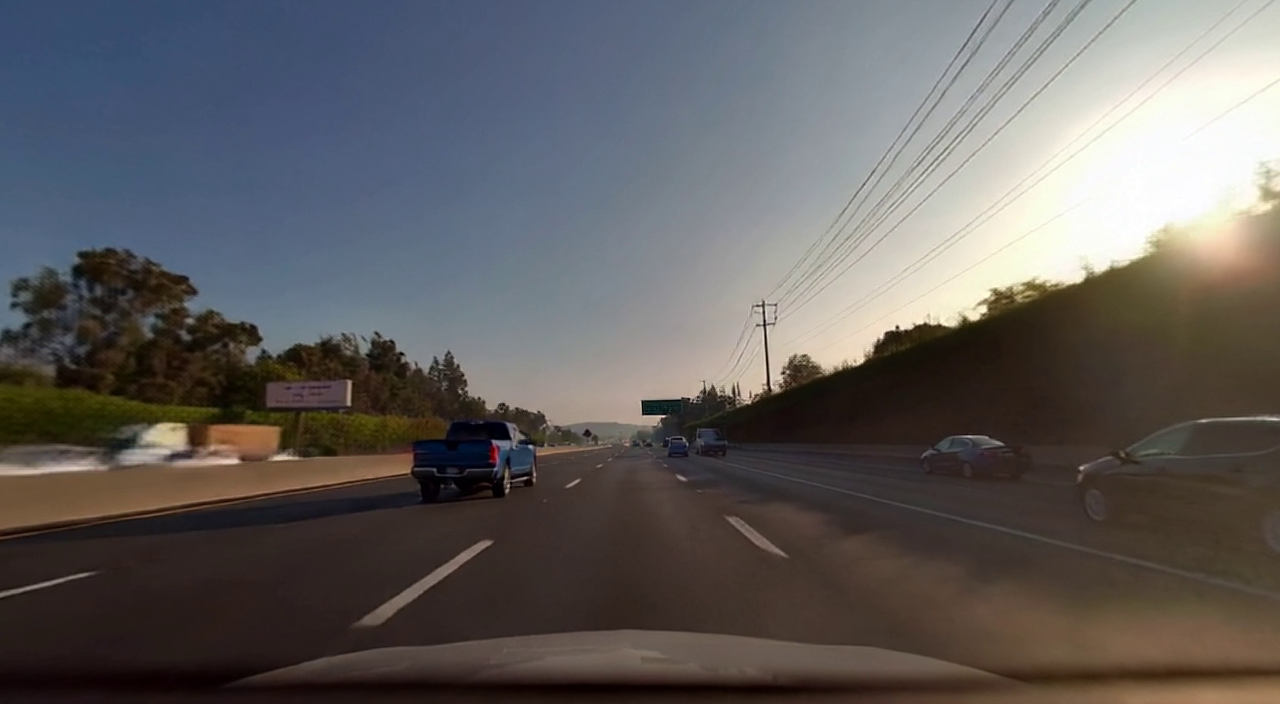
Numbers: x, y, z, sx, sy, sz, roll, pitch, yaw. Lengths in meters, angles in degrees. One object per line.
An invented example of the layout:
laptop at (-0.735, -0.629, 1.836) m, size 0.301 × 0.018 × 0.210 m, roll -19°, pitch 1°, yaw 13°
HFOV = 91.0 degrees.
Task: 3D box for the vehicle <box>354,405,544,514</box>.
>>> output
vehicle at (-4.050, 2.460, 14.920) m, size 2.508 × 2.023 × 6.176 m, roll 0°, pitch -8°, yaw 1°

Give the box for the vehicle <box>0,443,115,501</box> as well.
vehicle at (-21.917, 4.109, 21.840) m, size 2.200 × 1.857 × 6.007 m, roll 0°, pitch -8°, yaw 0°

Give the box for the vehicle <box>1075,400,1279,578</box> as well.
vehicle at (6.978, 1.344, 6.325) m, size 1.976 × 1.646 × 4.370 m, roll 0°, pitch -8°, yaw -1°

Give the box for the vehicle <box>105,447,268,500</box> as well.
vehicle at (-14.224, 3.791, 20.151) m, size 1.892 × 1.475 × 4.443 m, roll 0°, pitch -8°, yaw 1°

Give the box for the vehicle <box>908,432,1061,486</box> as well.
vehicle at (10.534, 3.316, 19.761) m, size 2.076 × 1.470 × 4.644 m, roll 0°, pitch -8°, yaw -1°
